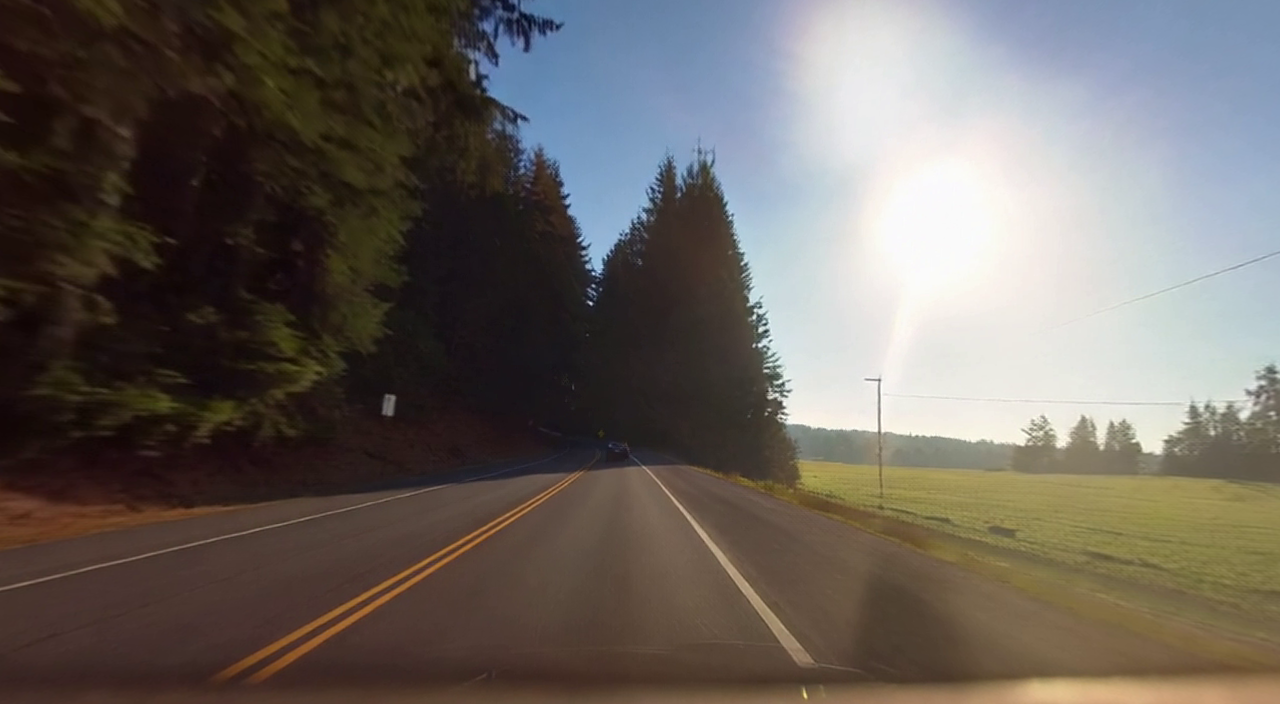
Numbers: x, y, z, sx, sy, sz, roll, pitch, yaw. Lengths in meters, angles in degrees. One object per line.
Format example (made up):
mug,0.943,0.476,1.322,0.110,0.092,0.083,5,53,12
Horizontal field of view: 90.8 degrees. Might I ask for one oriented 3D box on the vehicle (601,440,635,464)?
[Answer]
vehicle,-1.396,6.370,40.378,2.042,1.489,3.963,0,-8,-2
